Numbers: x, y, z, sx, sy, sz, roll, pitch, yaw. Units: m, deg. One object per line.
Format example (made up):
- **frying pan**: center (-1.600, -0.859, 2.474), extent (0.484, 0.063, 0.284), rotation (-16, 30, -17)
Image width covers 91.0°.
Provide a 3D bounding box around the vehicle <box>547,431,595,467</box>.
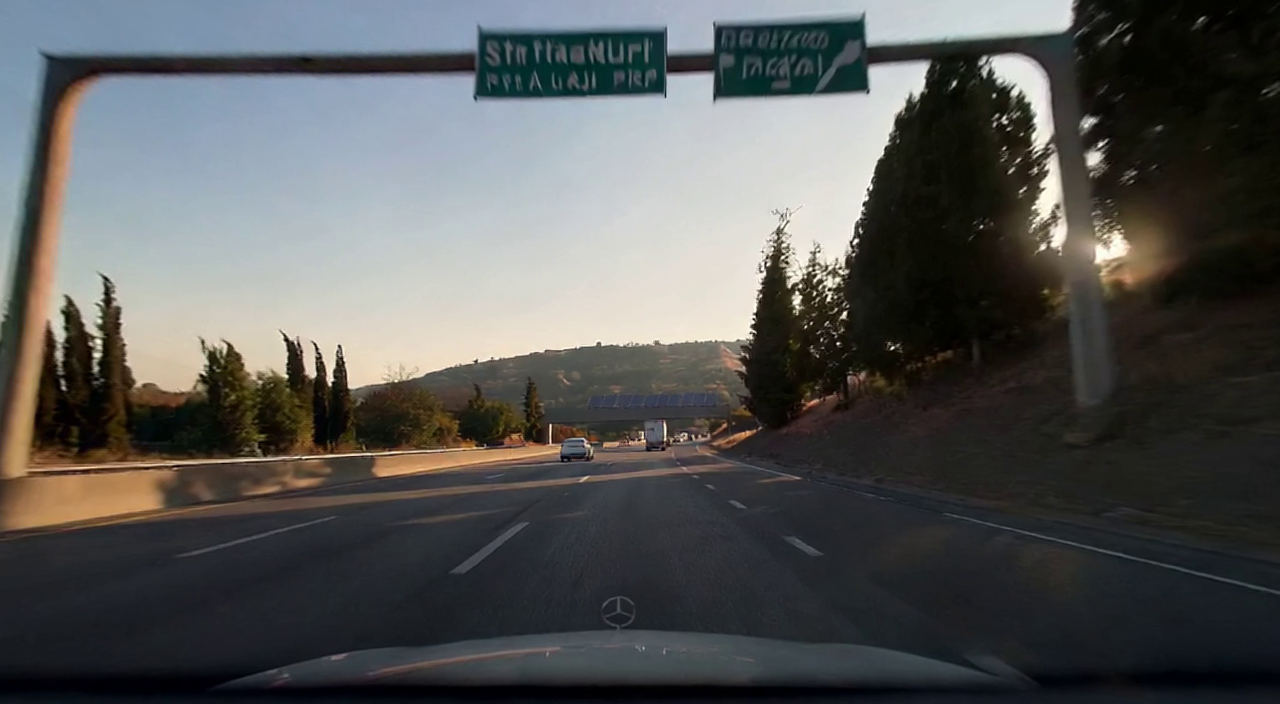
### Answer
- **vehicle**: center (-3.950, 5.639, 36.857), extent (2.130, 1.935, 4.817), rotation (-1, -8, 1)
